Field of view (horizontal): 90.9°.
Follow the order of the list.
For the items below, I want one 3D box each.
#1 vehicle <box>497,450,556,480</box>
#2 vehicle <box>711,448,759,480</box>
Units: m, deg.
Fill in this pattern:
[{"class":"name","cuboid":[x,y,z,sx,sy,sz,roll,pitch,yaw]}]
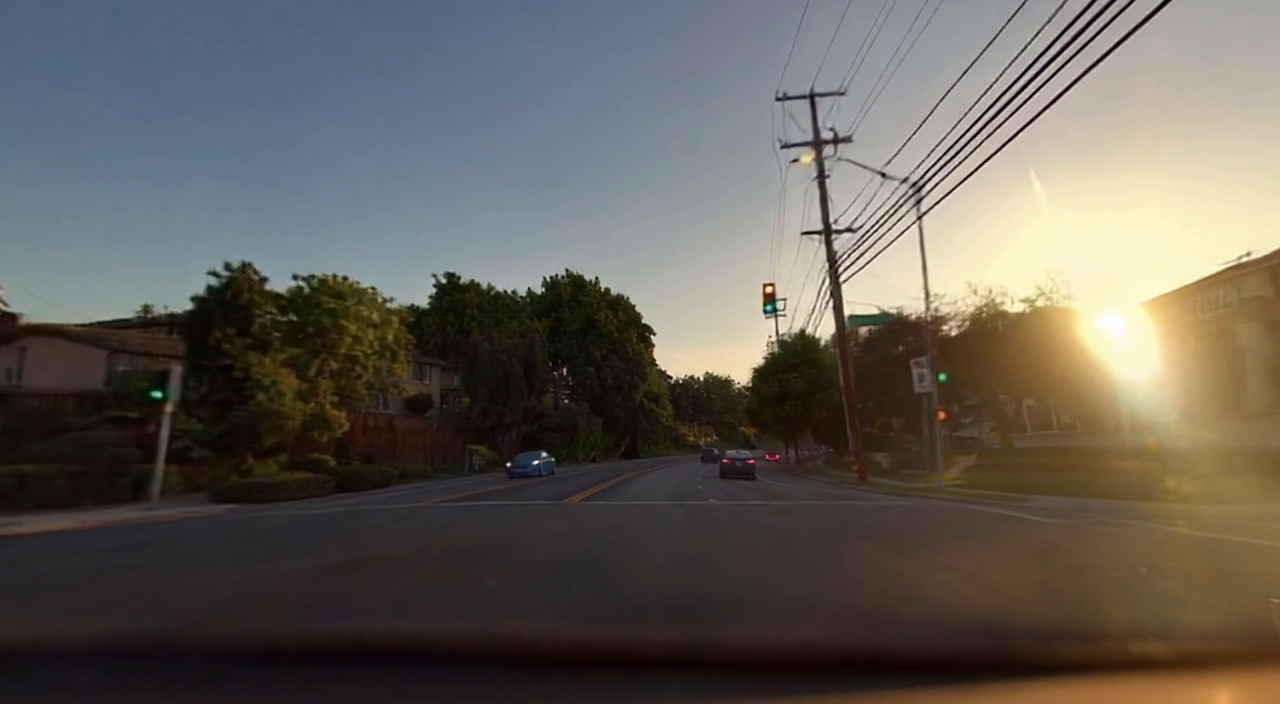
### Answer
[{"class":"vehicle","cuboid":[-5.987,6.020,33.848,1.985,1.463,4.294,-1,-8,6]},{"class":"vehicle","cuboid":[4.805,5.709,32.433,1.951,1.479,4.487,-1,-8,3]}]
